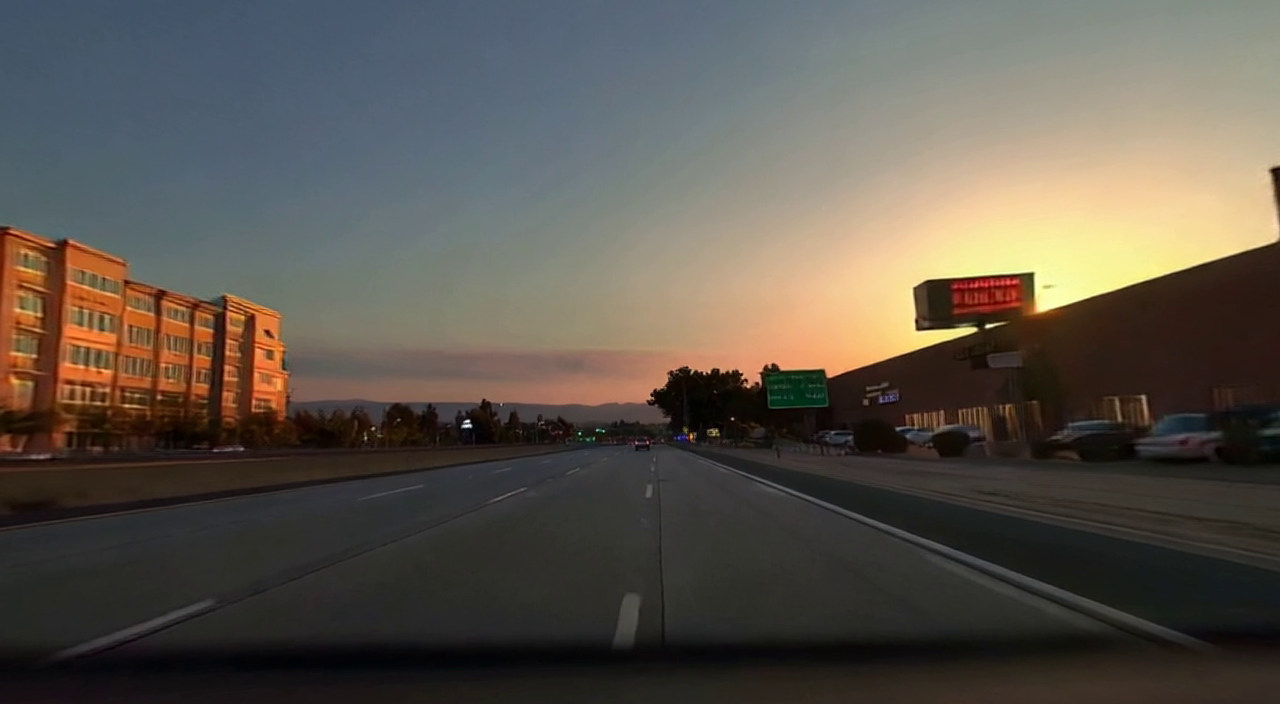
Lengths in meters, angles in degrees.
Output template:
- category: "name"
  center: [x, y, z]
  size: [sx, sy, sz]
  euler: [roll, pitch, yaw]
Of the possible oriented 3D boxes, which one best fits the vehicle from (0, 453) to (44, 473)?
- category: "vehicle"
  center: [-49.705, 8.711, 49.596]
  size: [2.075, 1.433, 3.697]
  euler: [0, -8, -3]
